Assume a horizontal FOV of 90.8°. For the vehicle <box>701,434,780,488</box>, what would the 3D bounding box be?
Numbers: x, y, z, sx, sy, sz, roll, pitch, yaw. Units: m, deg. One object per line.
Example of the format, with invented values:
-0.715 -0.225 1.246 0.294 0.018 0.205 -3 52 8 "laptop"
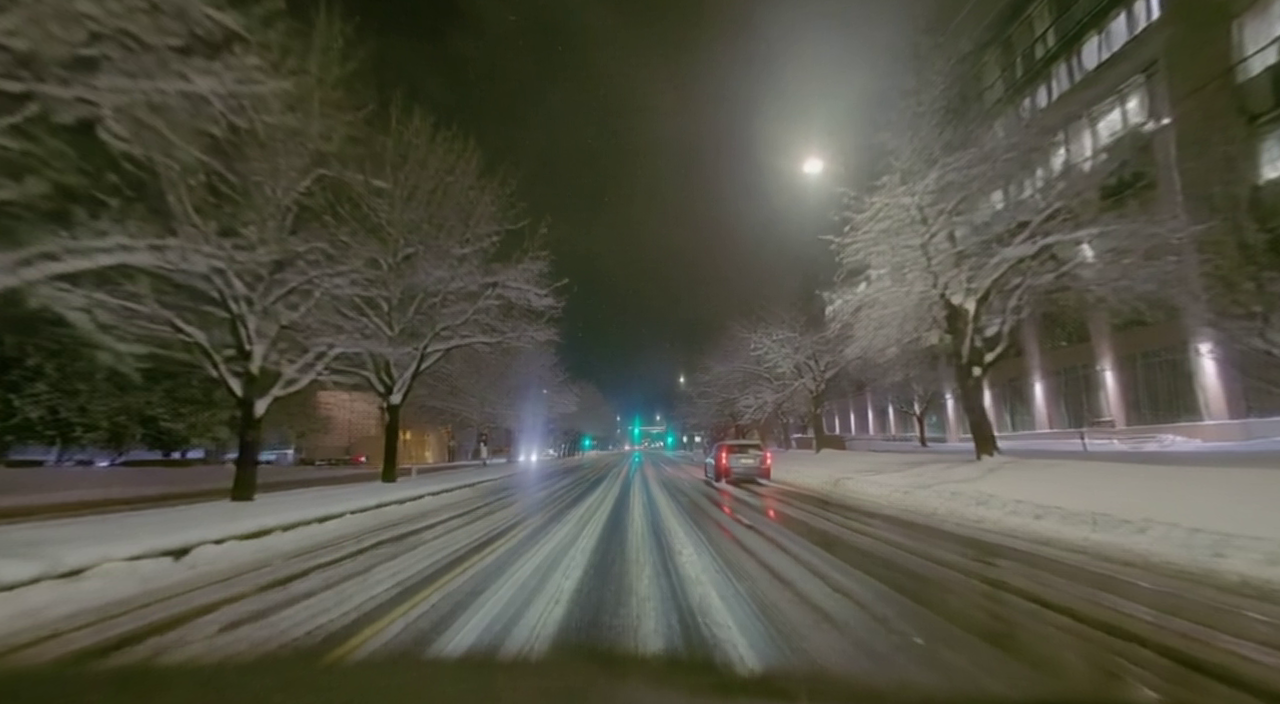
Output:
3.503 3.894 22.832 2.083 1.743 4.354 0 -9 -1 "vehicle"
